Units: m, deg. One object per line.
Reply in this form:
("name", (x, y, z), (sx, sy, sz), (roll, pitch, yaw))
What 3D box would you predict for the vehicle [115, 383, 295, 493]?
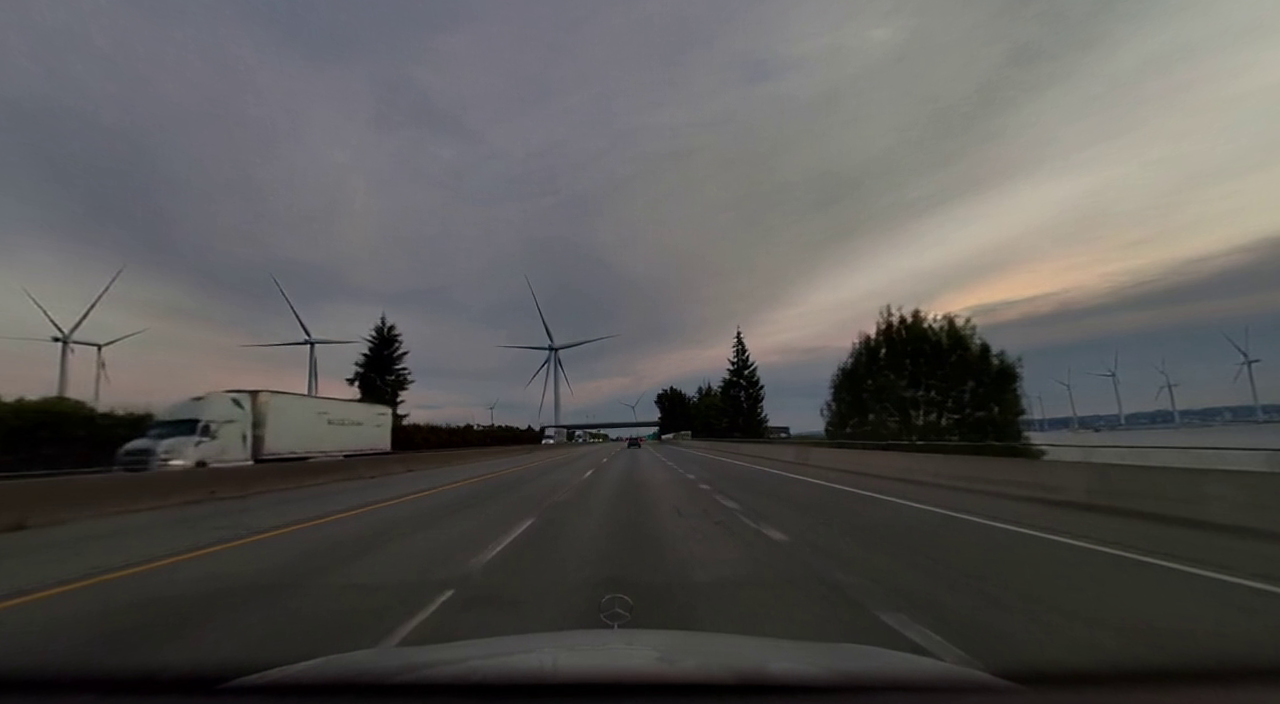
("vehicle", (-17.193, 3.489, 25.506), (3.021, 3.900, 5.847), (0, -8, -1))
